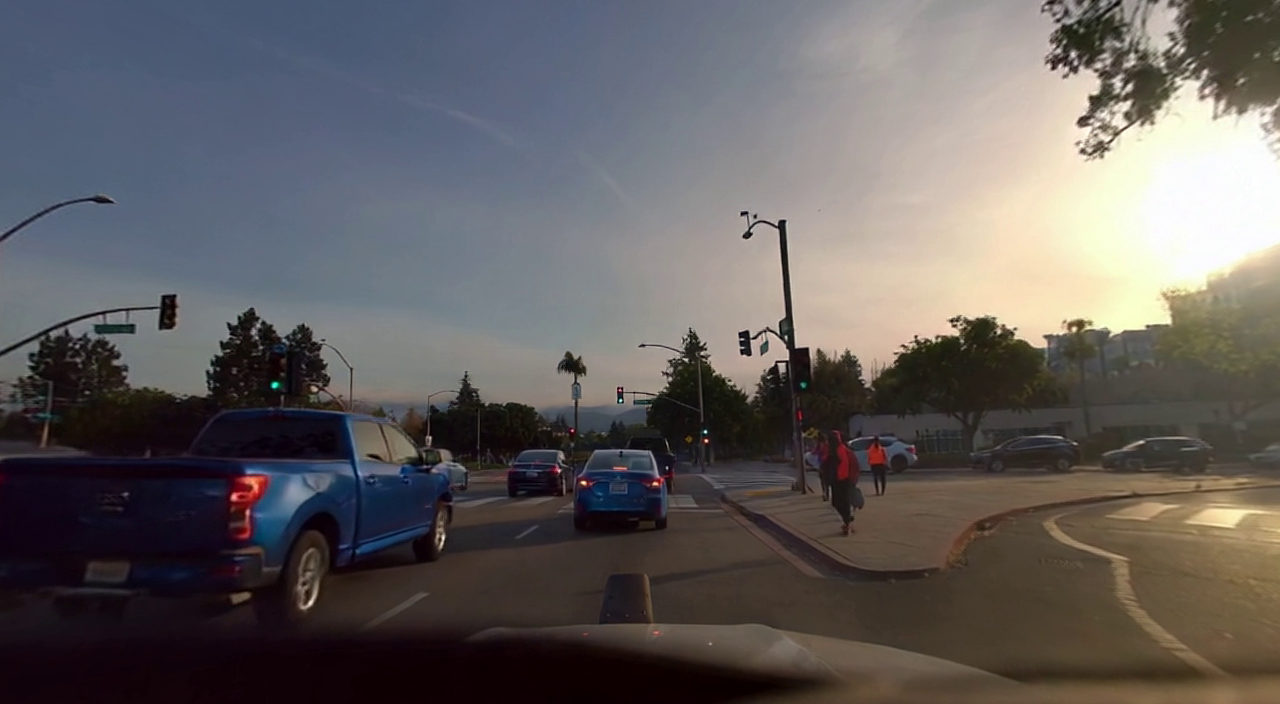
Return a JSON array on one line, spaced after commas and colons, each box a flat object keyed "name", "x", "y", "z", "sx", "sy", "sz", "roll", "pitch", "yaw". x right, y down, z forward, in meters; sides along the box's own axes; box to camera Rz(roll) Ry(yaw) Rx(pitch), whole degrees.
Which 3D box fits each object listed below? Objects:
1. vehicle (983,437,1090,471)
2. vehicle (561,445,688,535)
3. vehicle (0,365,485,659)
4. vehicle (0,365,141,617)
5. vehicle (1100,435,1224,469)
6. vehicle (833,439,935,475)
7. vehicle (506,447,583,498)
[{"name": "vehicle", "x": 22.107, "y": 5.698, "z": 35.303, "sx": 4.529, "sy": 1.786, "sz": 2.110, "roll": 0, "pitch": -9, "yaw": 2}, {"name": "vehicle", "x": -0.231, "y": 2.682, "z": 12.946, "sx": 2.144, "sy": 1.497, "sz": 4.446, "roll": 0, "pitch": -9, "yaw": 1}, {"name": "vehicle", "x": -3.491, "y": 1.437, "z": 6.808, "sx": 2.202, "sy": 1.961, "sz": 4.980, "roll": 0, "pitch": -9, "yaw": 2}, {"name": "vehicle", "x": -6.560, "y": 0.879, "z": 3.490, "sx": 2.544, "sy": 2.018, "sz": 5.893, "roll": 0, "pitch": -9, "yaw": 3}, {"name": "vehicle", "x": 29.113, "y": 5.600, "z": 35.283, "sx": 4.967, "sy": 1.794, "sz": 2.044, "roll": 0, "pitch": -9, "yaw": 3}, {"name": "vehicle", "x": 12.385, "y": 5.366, "z": 32.257, "sx": 4.394, "sy": 1.724, "sz": 1.886, "roll": 0, "pitch": -9, "yaw": 1}, {"name": "vehicle", "x": -3.331, "y": 4.295, "z": 22.955, "sx": 2.003, "sy": 1.655, "sz": 4.878, "roll": 0, "pitch": -9, "yaw": 0}]
